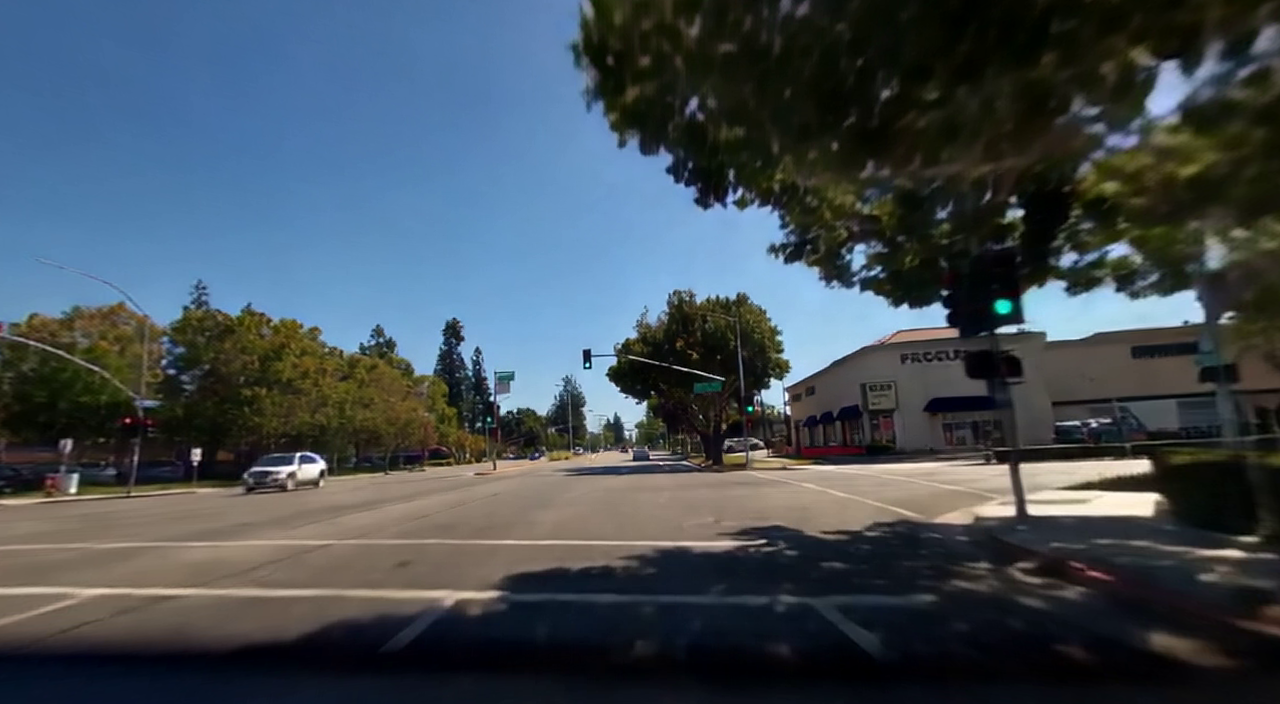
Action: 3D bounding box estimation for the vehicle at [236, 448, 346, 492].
[{"bbox_3d":[-15.615,5.268,28.654,2.071,1.800,4.954,0,-8,2],"label":"vehicle"}]
